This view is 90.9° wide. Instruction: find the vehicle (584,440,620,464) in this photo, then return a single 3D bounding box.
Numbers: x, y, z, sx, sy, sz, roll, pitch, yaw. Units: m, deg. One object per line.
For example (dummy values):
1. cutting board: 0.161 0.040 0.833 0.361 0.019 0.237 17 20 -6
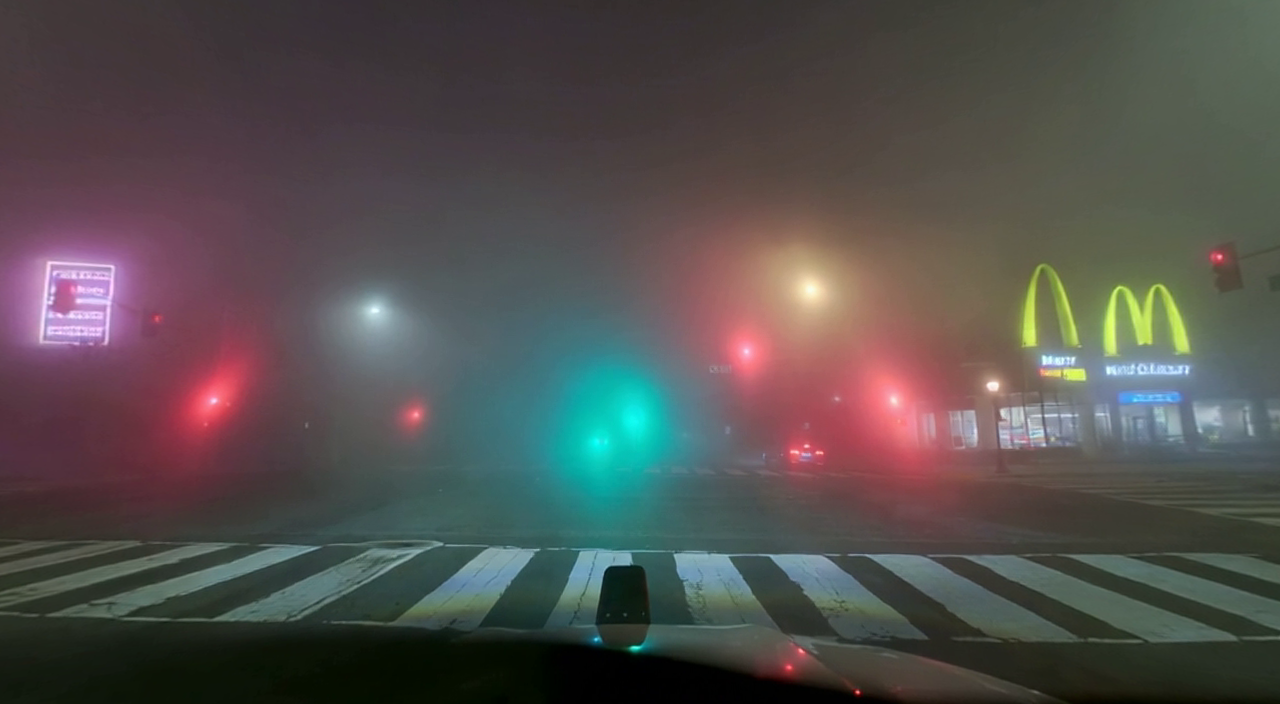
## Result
1. vehicle: -2.507 6.676 42.273 2.104 1.468 4.195 0 -8 1
